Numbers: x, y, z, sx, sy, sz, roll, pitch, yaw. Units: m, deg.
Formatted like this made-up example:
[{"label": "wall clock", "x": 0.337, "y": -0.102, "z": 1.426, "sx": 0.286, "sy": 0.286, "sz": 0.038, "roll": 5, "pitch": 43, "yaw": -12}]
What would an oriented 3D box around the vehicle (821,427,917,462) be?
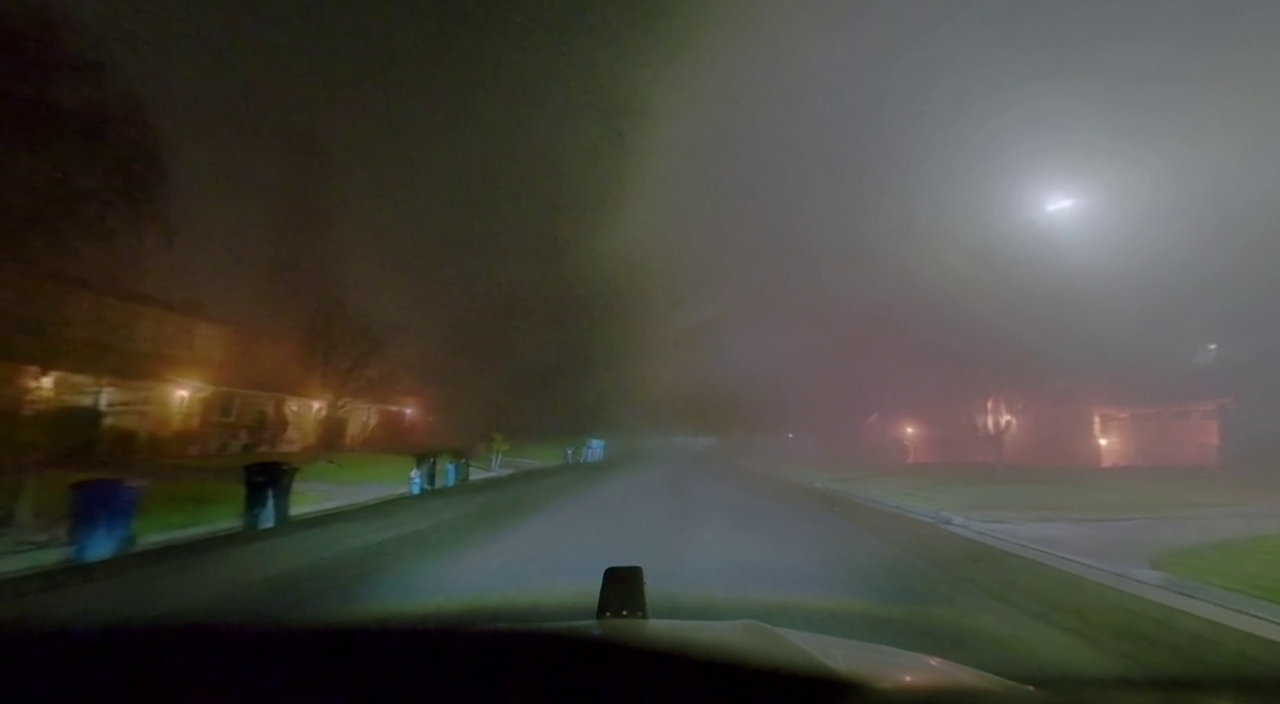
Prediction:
[{"label": "vehicle", "x": 12.862, "y": 5.208, "z": 35.529, "sx": 4.581, "sy": 1.853, "sz": 2.024, "roll": 2, "pitch": -8, "yaw": -7}]
